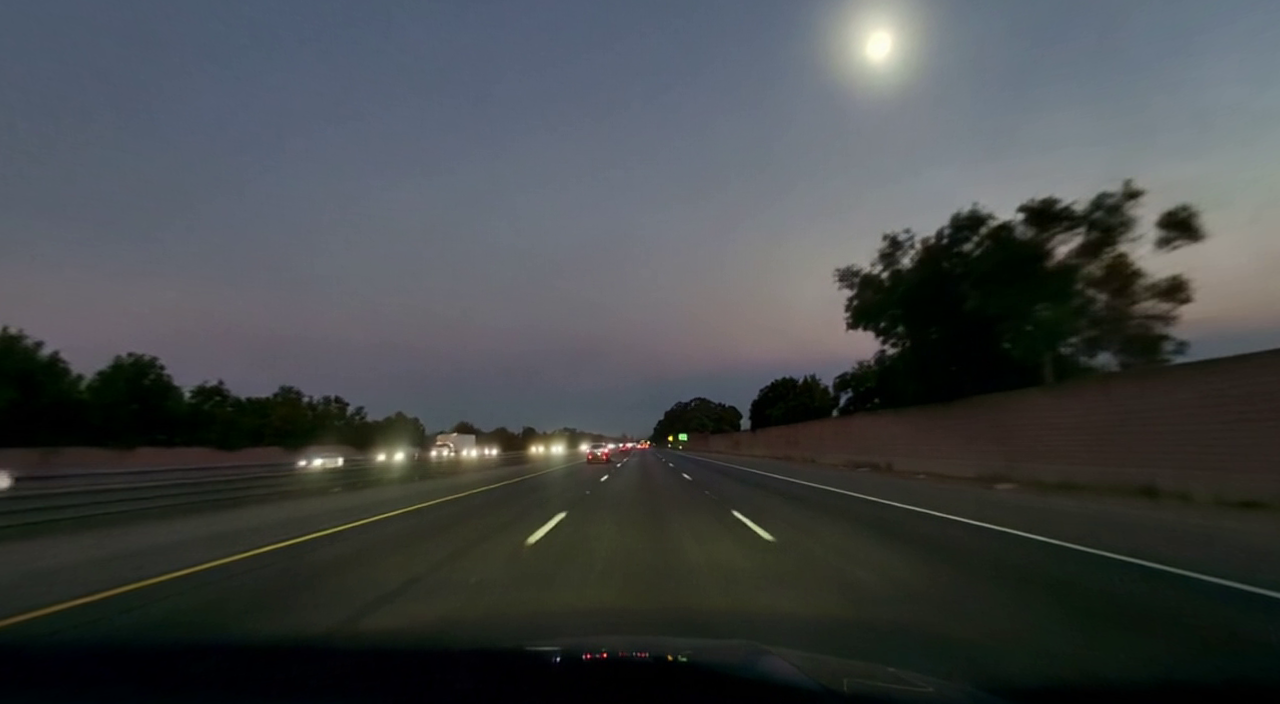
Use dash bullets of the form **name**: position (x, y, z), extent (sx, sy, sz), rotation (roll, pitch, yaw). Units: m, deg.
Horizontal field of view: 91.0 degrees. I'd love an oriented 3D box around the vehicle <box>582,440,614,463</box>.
- **vehicle**: position (-3.231, 7.741, 49.046), extent (2.166, 1.723, 4.267), rotation (0, -9, 1)
